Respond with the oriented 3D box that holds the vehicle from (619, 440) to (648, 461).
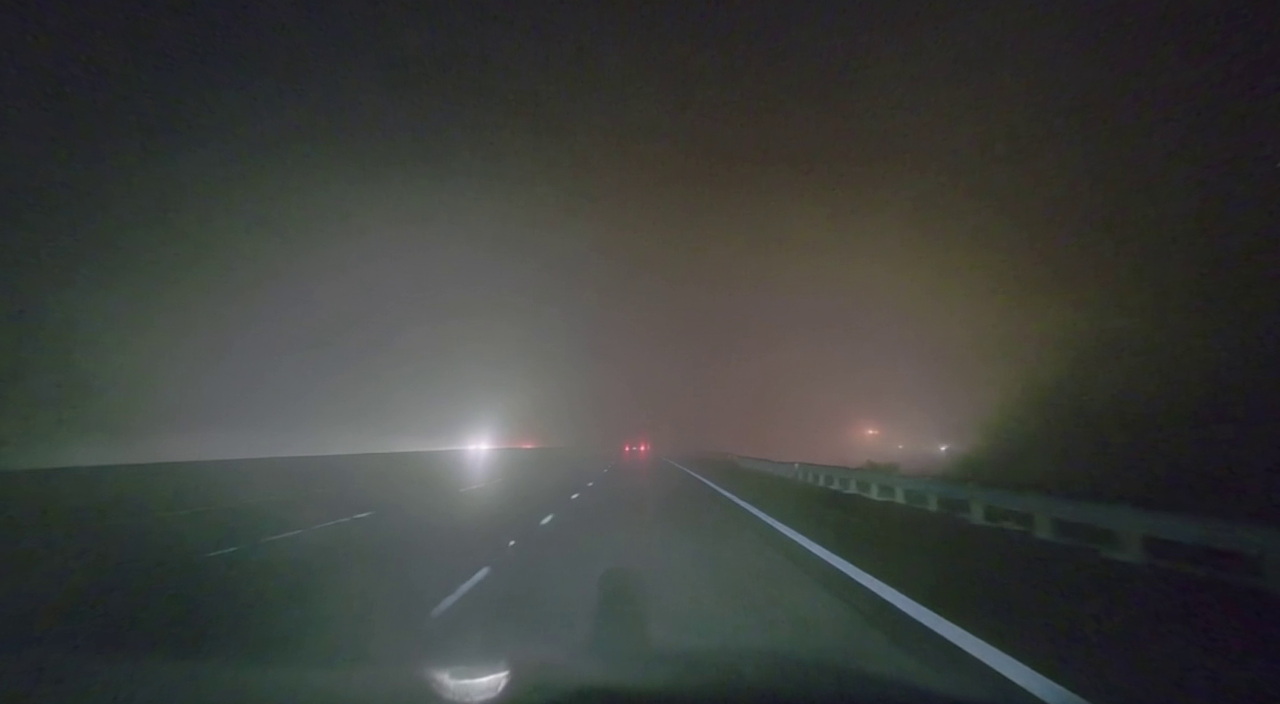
[{"bbox_3d":[-0.487,7.530,48.134,2.083,1.524,4.251,0,-8,0],"label":"vehicle"}]
